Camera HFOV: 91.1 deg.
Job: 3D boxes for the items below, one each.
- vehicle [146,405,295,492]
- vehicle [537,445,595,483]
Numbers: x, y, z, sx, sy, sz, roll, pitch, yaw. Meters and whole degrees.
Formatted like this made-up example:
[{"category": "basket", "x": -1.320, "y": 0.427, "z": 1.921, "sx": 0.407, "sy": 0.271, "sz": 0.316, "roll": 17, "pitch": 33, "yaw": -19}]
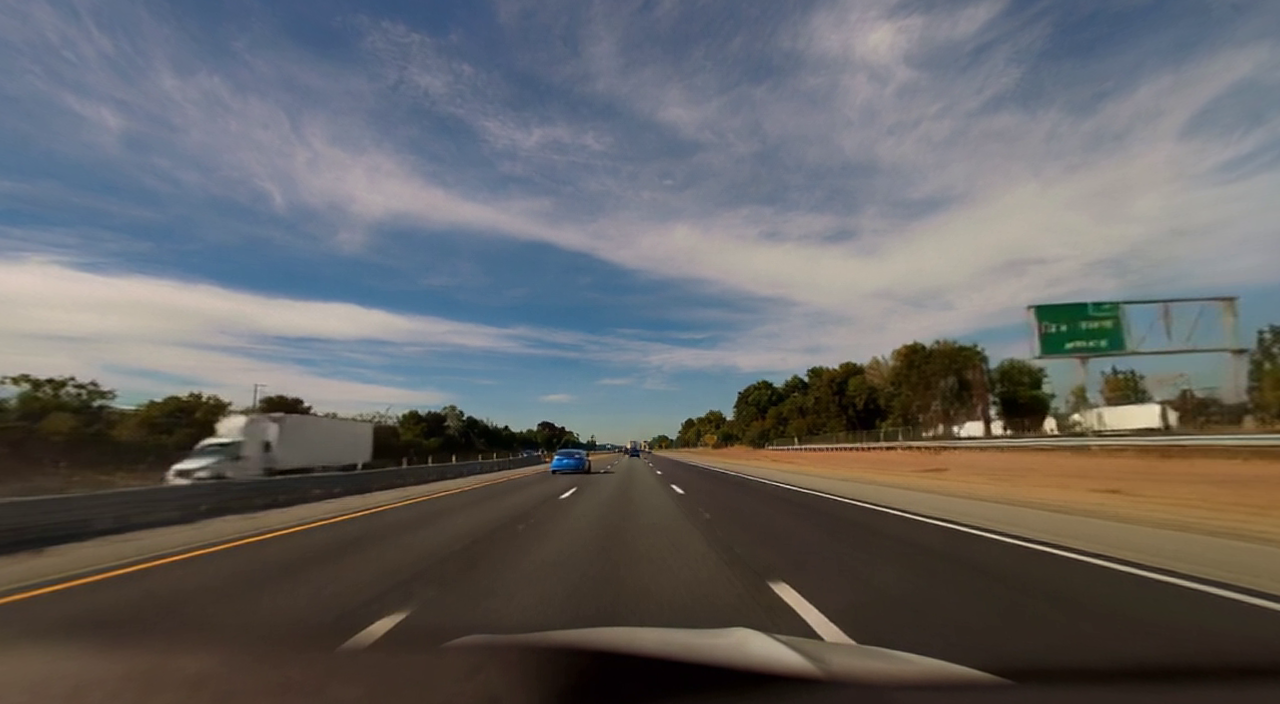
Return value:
[{"category": "vehicle", "x": -20.025, "y": 4.686, "z": 30.580, "sx": 2.971, "sy": 3.774, "sz": 5.969, "roll": 0, "pitch": -9, "yaw": -1}, {"category": "vehicle", "x": -3.278, "y": 5.092, "z": 28.902, "sx": 2.069, "sy": 1.573, "sz": 4.589, "roll": 0, "pitch": -9, "yaw": 1}]
